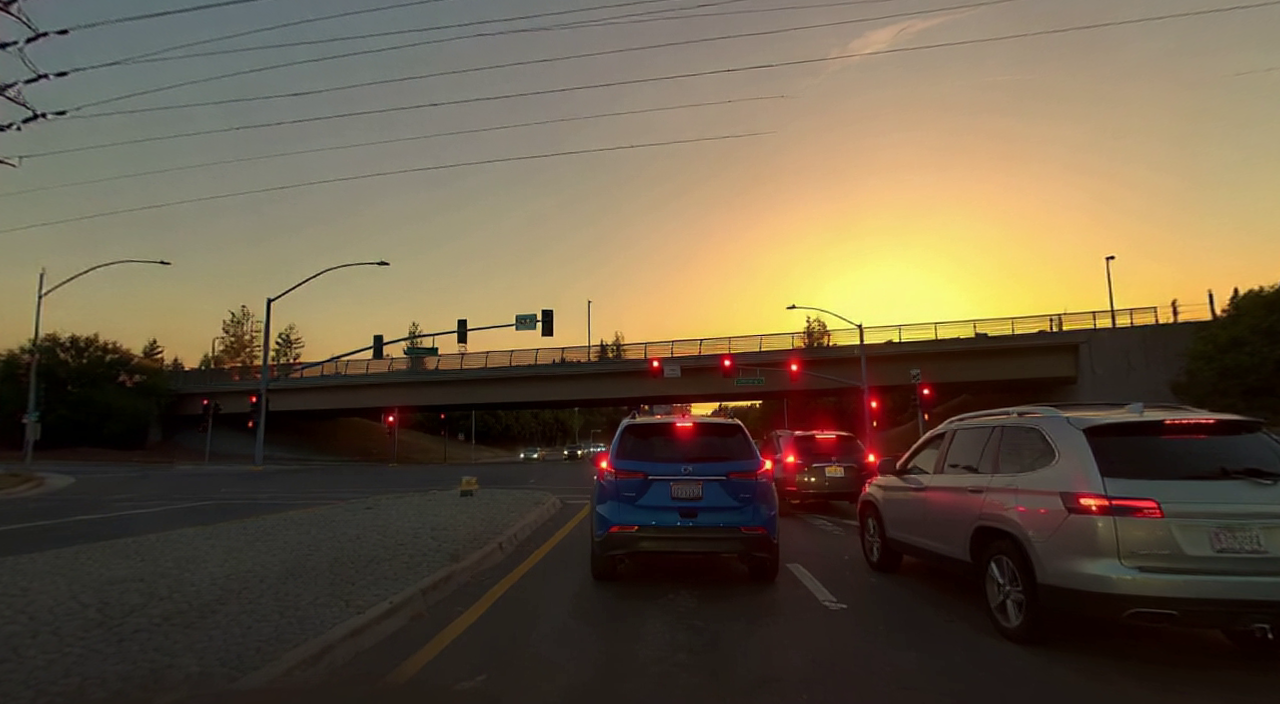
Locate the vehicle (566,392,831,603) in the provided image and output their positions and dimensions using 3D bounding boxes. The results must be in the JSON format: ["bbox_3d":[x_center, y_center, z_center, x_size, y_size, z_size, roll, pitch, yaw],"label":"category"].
[{"bbox_3d":[0.449,1.555,7.612,2.240,1.778,4.335,0,-8,-1],"label":"vehicle"}]

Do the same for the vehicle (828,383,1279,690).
[{"bbox_3d":[3.413,1.334,5.790,1.990,1.649,4.625,0,-8,0],"label":"vehicle"}]
